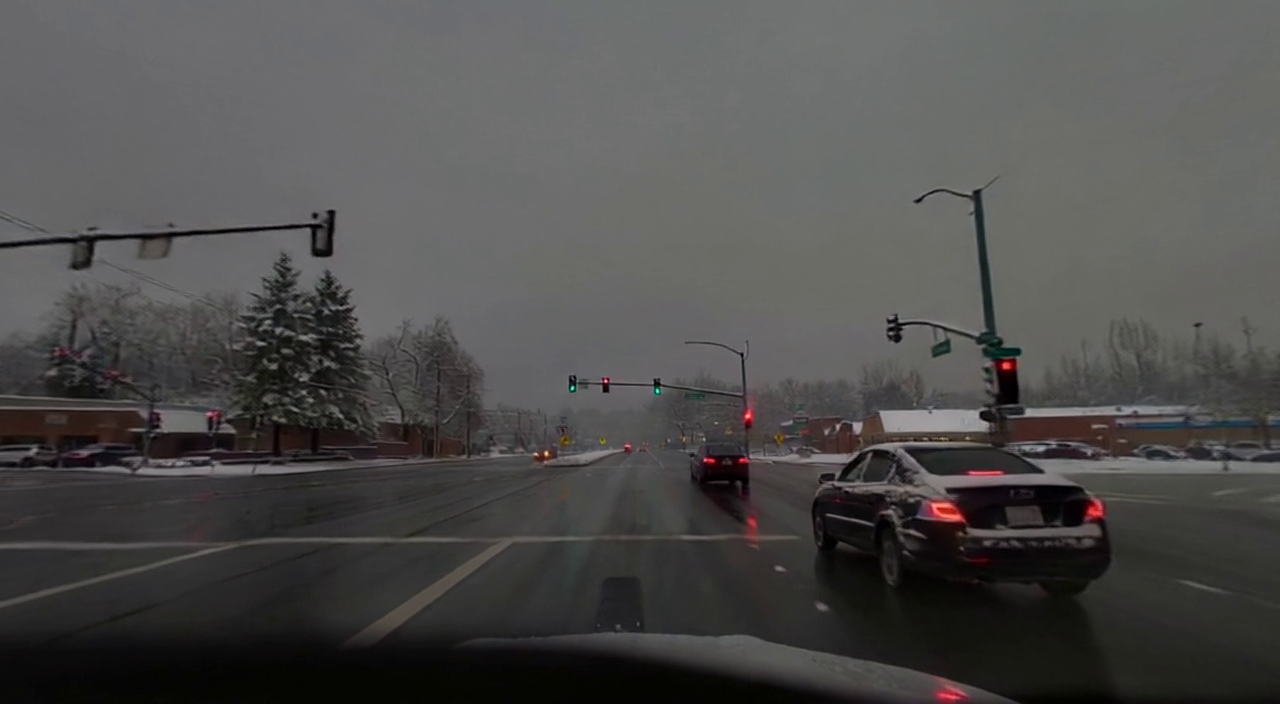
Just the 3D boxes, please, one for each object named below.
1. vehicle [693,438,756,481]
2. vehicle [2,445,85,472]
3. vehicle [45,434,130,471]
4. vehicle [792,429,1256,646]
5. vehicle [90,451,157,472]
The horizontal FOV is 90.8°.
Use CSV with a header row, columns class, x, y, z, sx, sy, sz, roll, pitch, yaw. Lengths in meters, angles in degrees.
class,x,y,z,sx,sy,sz,roll,pitch,yaw
vehicle,3.616,4.699,27.887,2.128,1.699,4.222,0,-8,-1
vehicle,-46.094,8.227,48.971,2.173,1.845,4.935,2,-8,-10
vehicle,-43.399,7.846,49.840,2.443,2.739,5.239,2,-8,-9
vehicle,3.161,1.595,6.576,2.004,1.455,4.417,0,-9,-1
vehicle,-40.257,8.530,49.357,1.786,1.479,4.347,0,-9,-5
